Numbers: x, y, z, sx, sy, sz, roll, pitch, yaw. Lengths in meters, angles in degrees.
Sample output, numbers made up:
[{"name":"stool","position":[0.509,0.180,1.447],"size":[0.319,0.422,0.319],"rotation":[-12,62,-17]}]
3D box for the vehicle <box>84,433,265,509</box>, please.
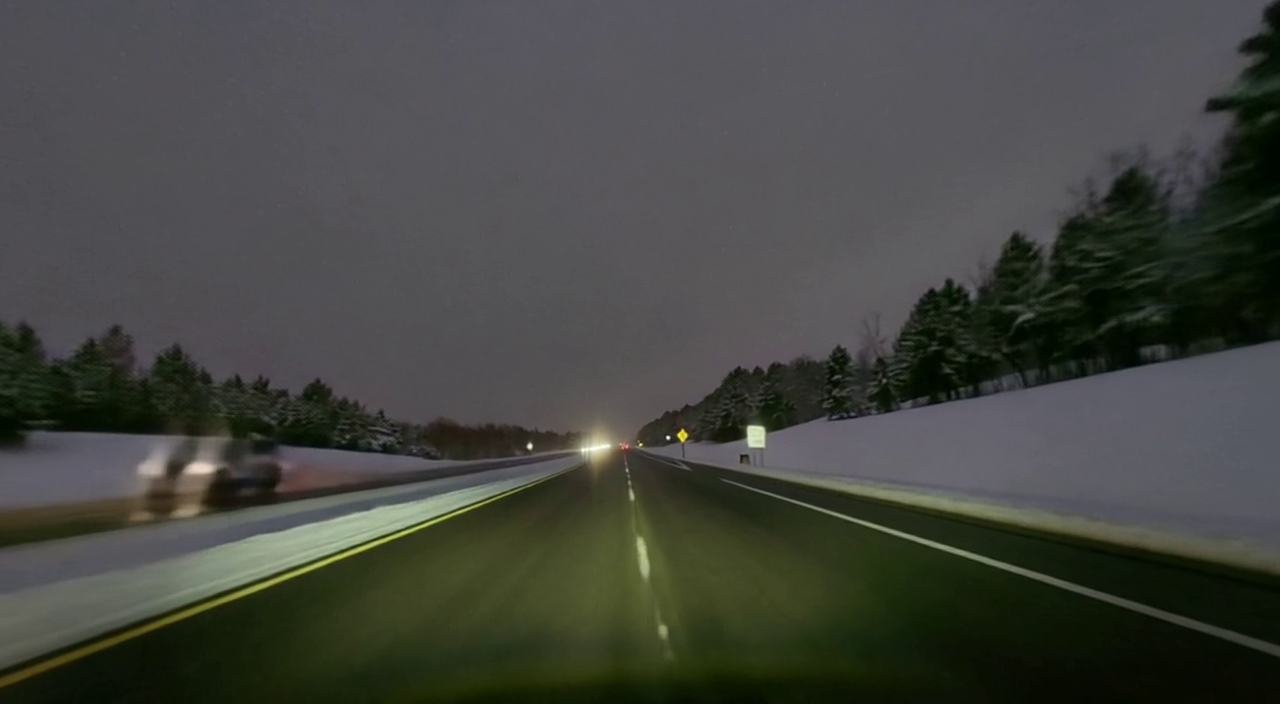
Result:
[{"name":"vehicle","position":[-14.287,3.658,19.779],"size":[2.096,2.063,4.815],"rotation":[0,-9,-2]}]
